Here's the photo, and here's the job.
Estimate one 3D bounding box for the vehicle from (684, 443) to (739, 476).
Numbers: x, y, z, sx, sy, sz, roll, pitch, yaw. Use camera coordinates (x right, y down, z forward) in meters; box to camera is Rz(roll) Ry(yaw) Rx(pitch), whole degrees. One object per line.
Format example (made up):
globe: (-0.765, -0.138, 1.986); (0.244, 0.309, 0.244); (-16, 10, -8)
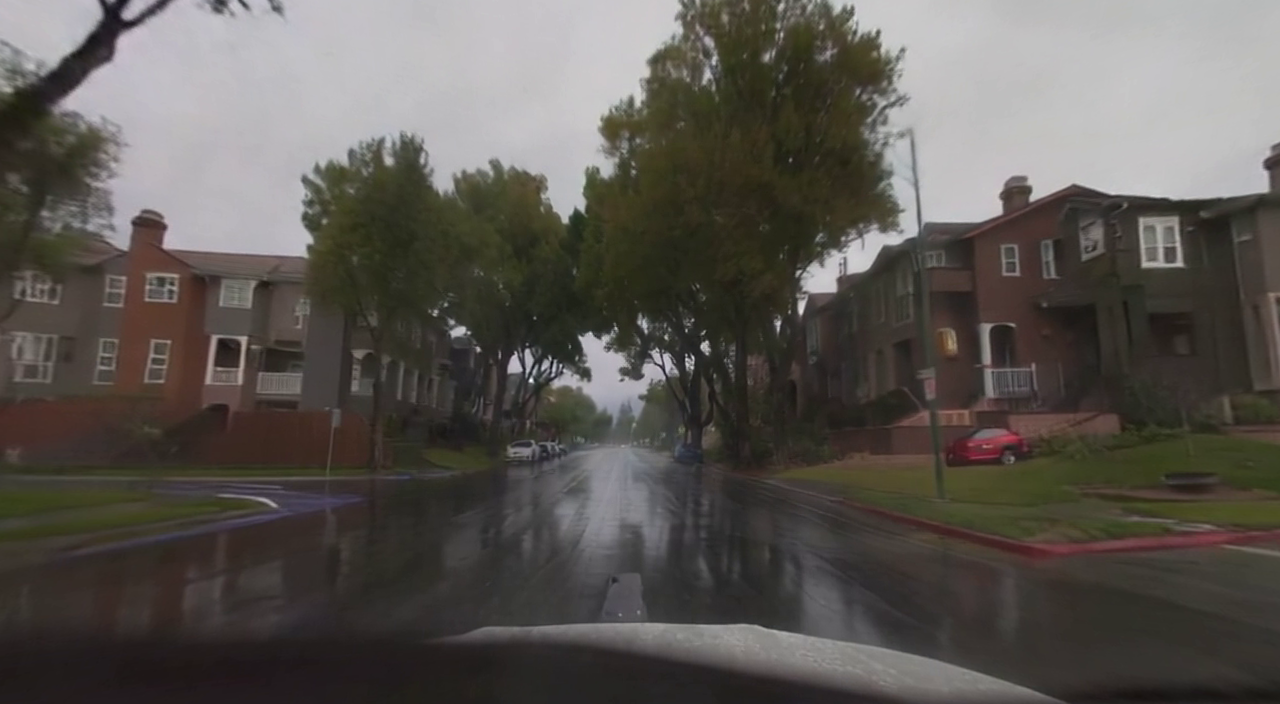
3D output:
vehicle: (3.334, 5.136, 30.334); (1.956, 1.468, 4.698); (0, -9, -2)

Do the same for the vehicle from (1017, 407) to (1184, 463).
vehicle: (18.073, 3.376, 25.224); (2.315, 1.991, 5.686); (0, -9, -1)

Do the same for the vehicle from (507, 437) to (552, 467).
vehicle: (-7.874, 7.200, 45.392); (2.230, 2.025, 4.977); (0, -9, 1)

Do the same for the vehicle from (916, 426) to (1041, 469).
vehicle: (13.070, 3.756, 24.743); (2.068, 1.522, 4.810); (0, -9, -3)

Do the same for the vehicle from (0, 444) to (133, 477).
vehicle: (-26.020, 4.888, 28.567); (4.330, 1.430, 1.833); (0, -9, -1)
